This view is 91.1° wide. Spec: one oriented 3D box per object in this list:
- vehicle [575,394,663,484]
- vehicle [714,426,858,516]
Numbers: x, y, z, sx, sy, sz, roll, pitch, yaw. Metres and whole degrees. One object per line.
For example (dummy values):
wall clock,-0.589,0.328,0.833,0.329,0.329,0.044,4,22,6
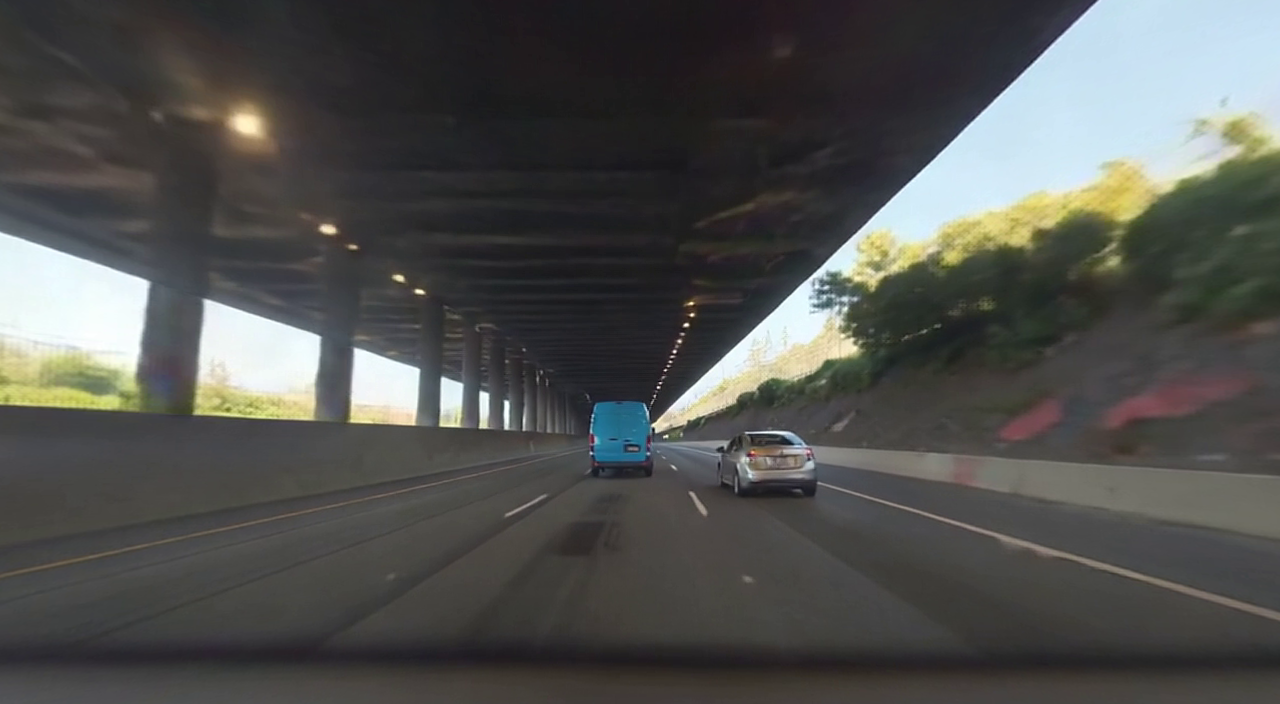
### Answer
vehicle,-0.491,2.768,20.038,2.404,2.459,5.229,-1,-8,2
vehicle,2.779,2.353,13.019,2.095,1.553,4.069,-1,-8,2
